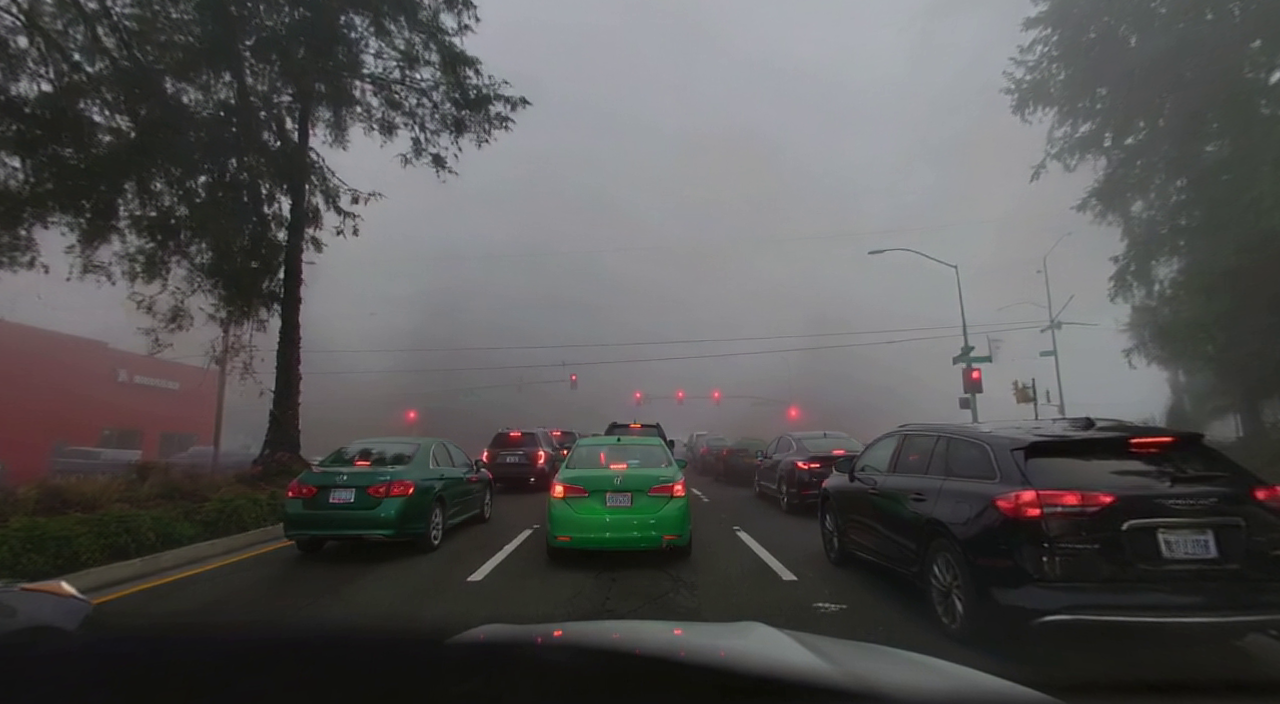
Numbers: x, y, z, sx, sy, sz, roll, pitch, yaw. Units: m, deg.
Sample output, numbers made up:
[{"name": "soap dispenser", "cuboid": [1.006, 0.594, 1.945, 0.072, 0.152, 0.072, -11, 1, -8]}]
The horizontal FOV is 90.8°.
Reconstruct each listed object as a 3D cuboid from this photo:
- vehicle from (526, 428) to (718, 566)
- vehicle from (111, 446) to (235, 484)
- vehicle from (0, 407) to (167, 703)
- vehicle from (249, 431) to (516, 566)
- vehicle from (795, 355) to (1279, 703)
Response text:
[{"name": "vehicle", "cuboid": [-0.203, 1.833, 8.710, 2.041, 1.450, 3.847, 0, -8, 0]}, {"name": "vehicle", "cuboid": [-19.593, 4.716, 26.803, 2.075, 1.445, 4.597, 1, -8, -6]}, {"name": "vehicle", "cuboid": [-3.355, 0.715, 0.847, 1.863, 1.448, 4.697, 0, -8, -1]}, {"name": "vehicle", "cuboid": [-3.201, 1.890, 8.945, 1.917, 1.441, 4.128, -1, -8, 2]}, {"name": "vehicle", "cuboid": [3.004, 1.195, 5.158, 2.196, 1.676, 4.865, 0, -8, -1]}]
